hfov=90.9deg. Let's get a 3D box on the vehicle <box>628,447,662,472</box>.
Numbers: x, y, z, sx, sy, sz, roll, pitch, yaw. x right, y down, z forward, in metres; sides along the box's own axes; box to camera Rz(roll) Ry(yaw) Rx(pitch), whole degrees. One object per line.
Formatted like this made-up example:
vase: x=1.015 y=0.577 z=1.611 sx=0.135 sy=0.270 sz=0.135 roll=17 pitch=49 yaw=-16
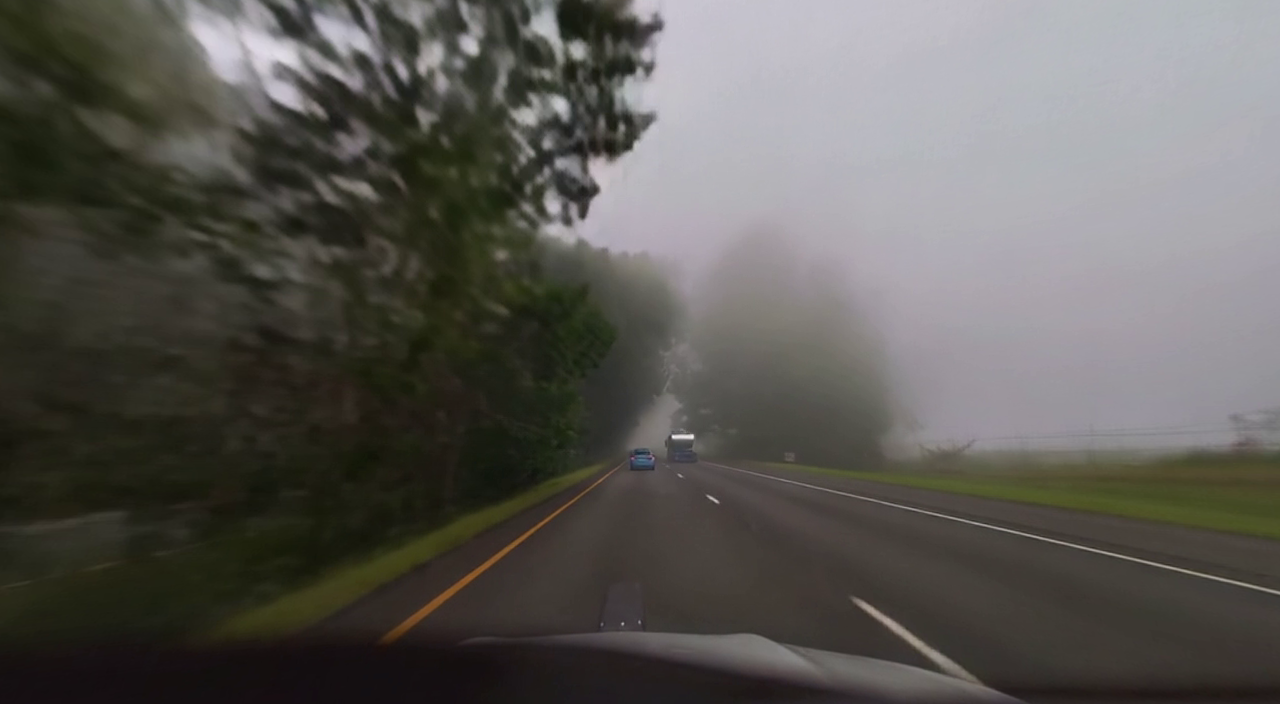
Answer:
vehicle: x=0.277 y=6.472 z=38.032 sx=1.926 sy=1.386 sz=3.615 roll=0 pitch=-9 yaw=0
